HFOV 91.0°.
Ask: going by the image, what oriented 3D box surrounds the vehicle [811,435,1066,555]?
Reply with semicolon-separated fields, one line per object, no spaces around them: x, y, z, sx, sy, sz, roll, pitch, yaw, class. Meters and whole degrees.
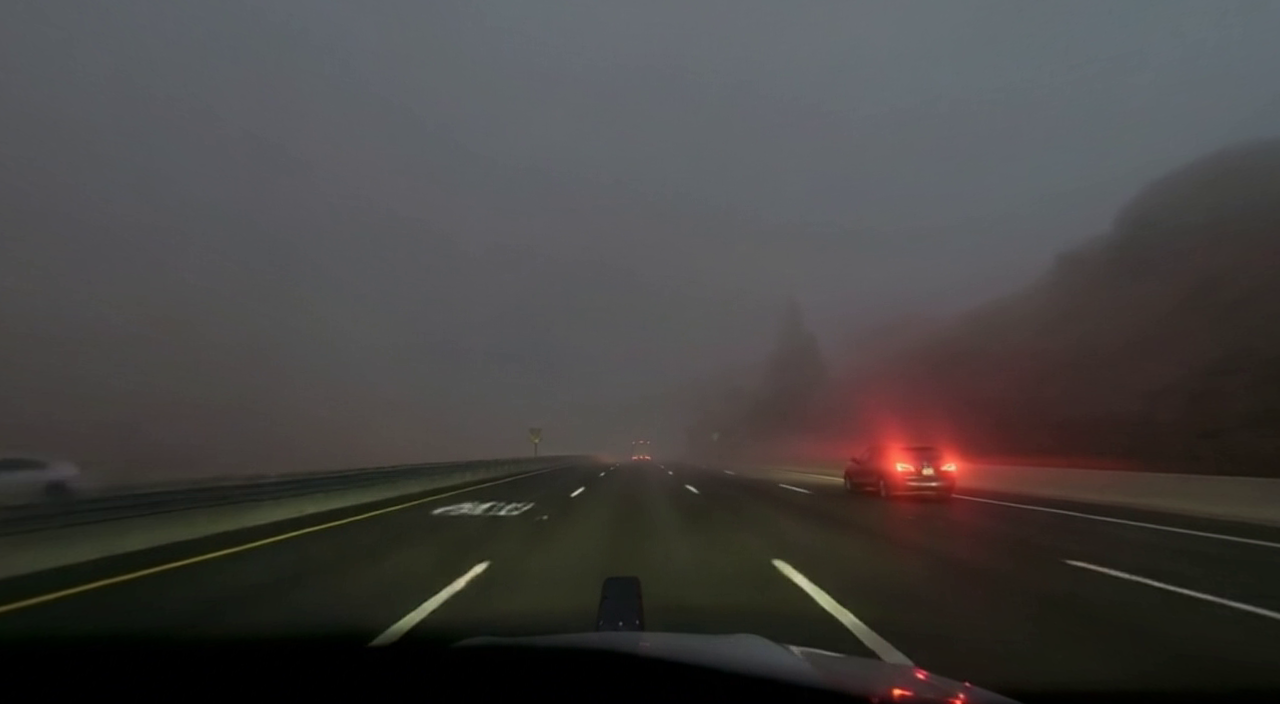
4.359;2.139;10.124;1.976;1.495;4.217;0;-9;-1;vehicle
